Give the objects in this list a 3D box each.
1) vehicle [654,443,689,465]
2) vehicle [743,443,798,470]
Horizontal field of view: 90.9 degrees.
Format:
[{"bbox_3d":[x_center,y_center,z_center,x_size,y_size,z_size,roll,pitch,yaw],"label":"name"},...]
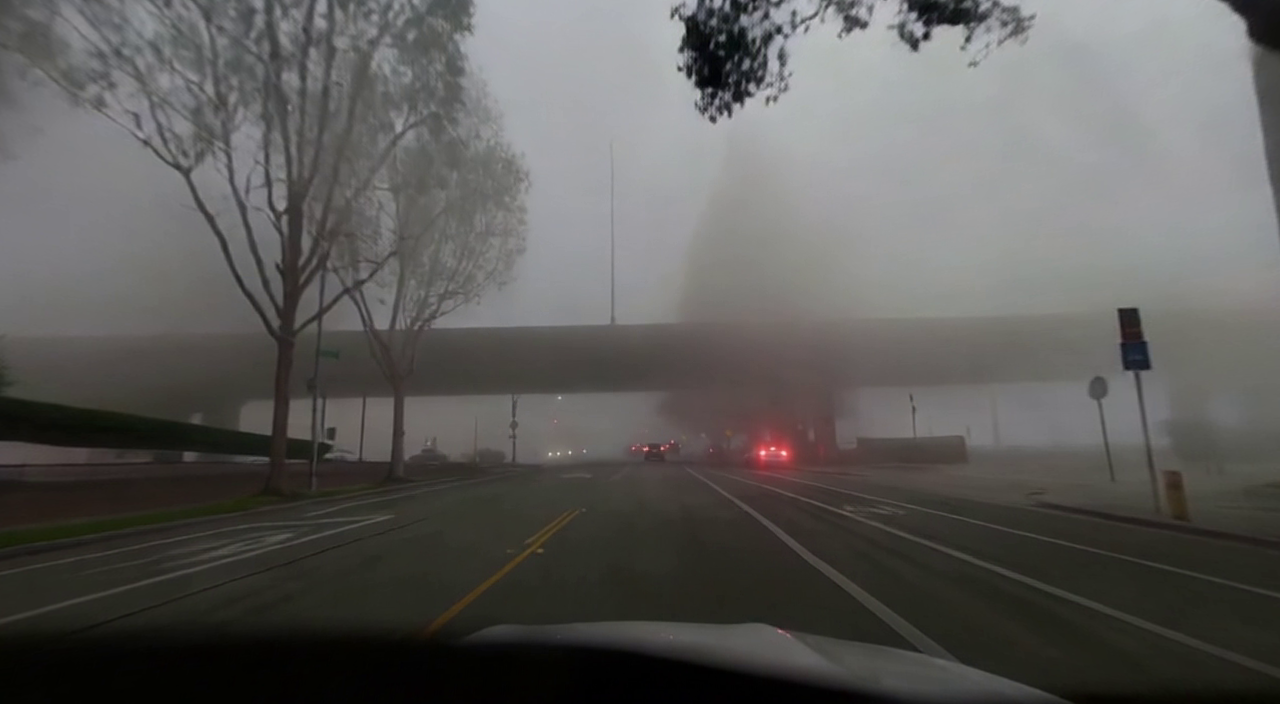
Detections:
[{"bbox_3d":[2.135,7.081,43.881,2.280,1.475,4.051,0,-9,1],"label":"vehicle"},{"bbox_3d":[7.226,5.821,35.328,2.035,1.435,4.481,0,-9,-1],"label":"vehicle"}]
